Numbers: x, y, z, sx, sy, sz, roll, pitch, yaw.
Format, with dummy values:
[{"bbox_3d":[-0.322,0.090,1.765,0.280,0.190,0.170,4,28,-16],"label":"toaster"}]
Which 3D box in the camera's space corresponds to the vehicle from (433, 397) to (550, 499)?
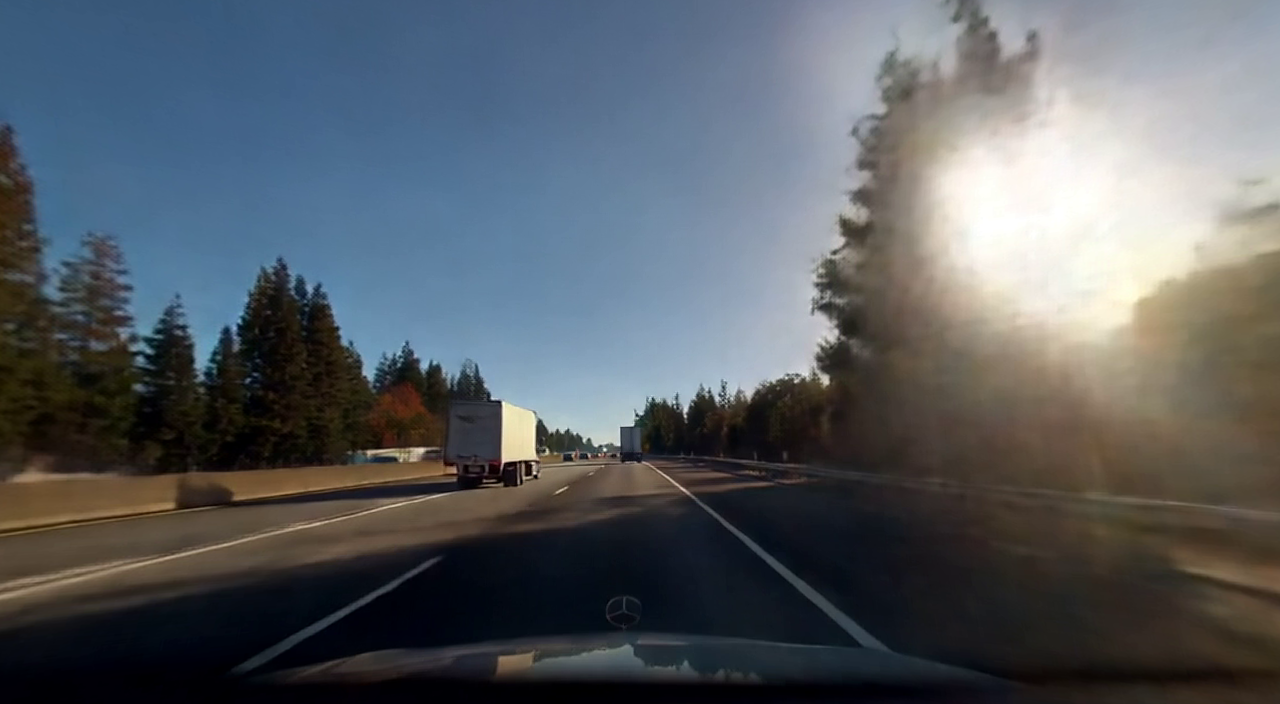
[{"bbox_3d":[-4.595,3.179,20.855,2.368,2.813,6.329,0,-9,-1],"label":"vehicle"}]
